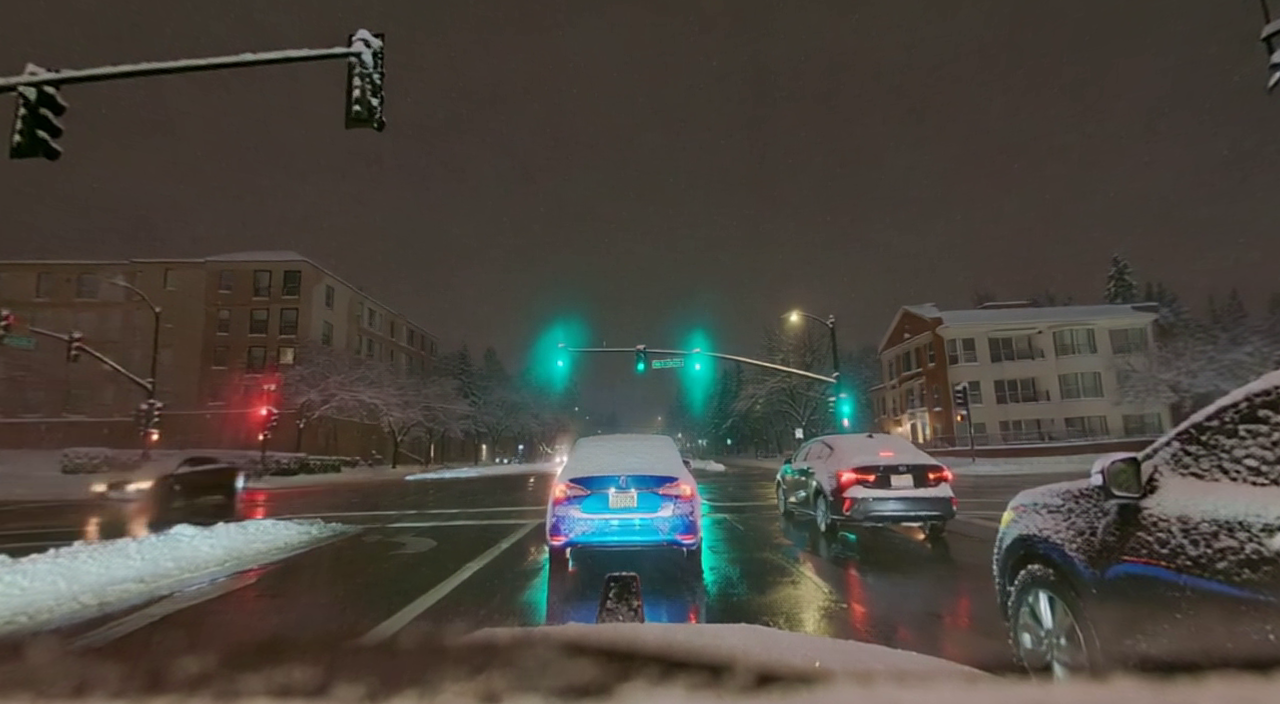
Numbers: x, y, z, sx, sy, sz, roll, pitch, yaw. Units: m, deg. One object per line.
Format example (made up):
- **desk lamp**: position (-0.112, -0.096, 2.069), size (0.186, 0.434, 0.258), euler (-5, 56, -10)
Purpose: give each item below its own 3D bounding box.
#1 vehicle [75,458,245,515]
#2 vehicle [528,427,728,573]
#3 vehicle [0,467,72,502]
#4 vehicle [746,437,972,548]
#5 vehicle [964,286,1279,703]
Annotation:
- **vehicle**: position (-14.599, 4.079, 19.612), size (1.817, 1.442, 4.371), euler (0, -8, 0)
- **vehicle**: position (-0.144, 1.846, 8.640), size (2.095, 1.502, 3.873), euler (0, -8, 0)
- **vehicle**: position (-28.012, 6.109, 29.416), size (1.972, 1.433, 4.324), euler (8, -12, -39)
- **vehicle**: position (3.213, 2.142, 10.418), size (2.009, 1.414, 4.416), euler (0, -8, -2)
- **vehicle**: position (3.005, 0.640, 1.592), size (2.047, 1.785, 4.357), euler (0, -8, 0)
